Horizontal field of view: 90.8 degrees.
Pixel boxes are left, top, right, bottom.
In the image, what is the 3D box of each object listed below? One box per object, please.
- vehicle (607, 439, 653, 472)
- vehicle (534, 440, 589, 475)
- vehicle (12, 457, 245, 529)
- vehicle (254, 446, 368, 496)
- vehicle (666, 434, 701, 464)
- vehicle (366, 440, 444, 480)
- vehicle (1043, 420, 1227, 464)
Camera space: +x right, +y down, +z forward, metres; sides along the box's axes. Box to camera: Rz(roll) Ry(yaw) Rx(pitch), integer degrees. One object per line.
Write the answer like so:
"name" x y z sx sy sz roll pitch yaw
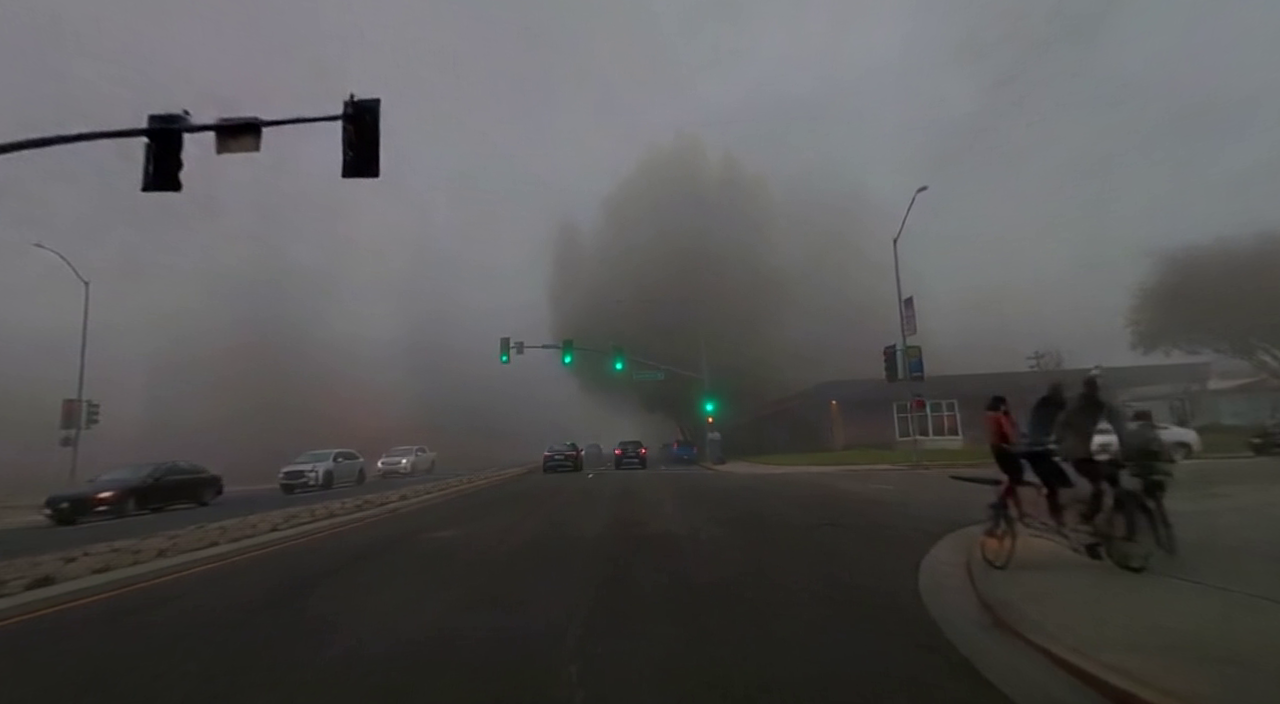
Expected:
"vehicle" -0.452 4.937 30.253 2.085 1.475 3.976 0 -8 0
"vehicle" -3.498 4.786 28.866 1.921 1.477 4.083 0 -8 1
"vehicle" -12.574 3.438 16.051 1.909 1.462 4.608 -1 -9 3
"vehicle" -12.575 4.532 24.550 1.986 1.712 4.399 0 -8 1
"vehicle" 2.813 6.441 41.904 2.175 1.850 5.118 0 -8 2
"vehicle" -12.424 5.733 33.808 2.260 1.921 4.902 0 -8 0
"vehicle" 17.222 3.170 22.216 4.517 1.455 2.233 -1 -9 3
